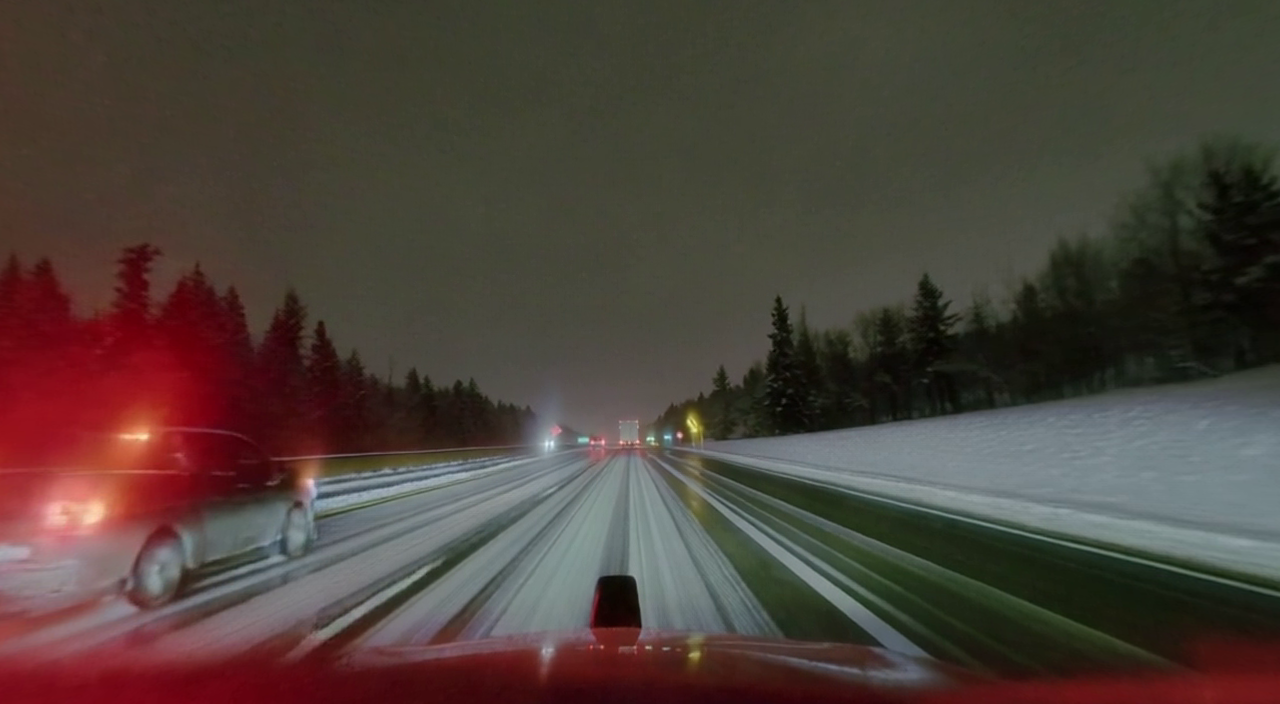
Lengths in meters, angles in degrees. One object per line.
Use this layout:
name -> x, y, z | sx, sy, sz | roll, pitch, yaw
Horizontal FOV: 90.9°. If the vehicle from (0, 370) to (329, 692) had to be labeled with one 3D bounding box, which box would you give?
vehicle -> -4.397, 1.076, 4.384 | 2.123, 1.655, 4.688 | 0, -8, -1
